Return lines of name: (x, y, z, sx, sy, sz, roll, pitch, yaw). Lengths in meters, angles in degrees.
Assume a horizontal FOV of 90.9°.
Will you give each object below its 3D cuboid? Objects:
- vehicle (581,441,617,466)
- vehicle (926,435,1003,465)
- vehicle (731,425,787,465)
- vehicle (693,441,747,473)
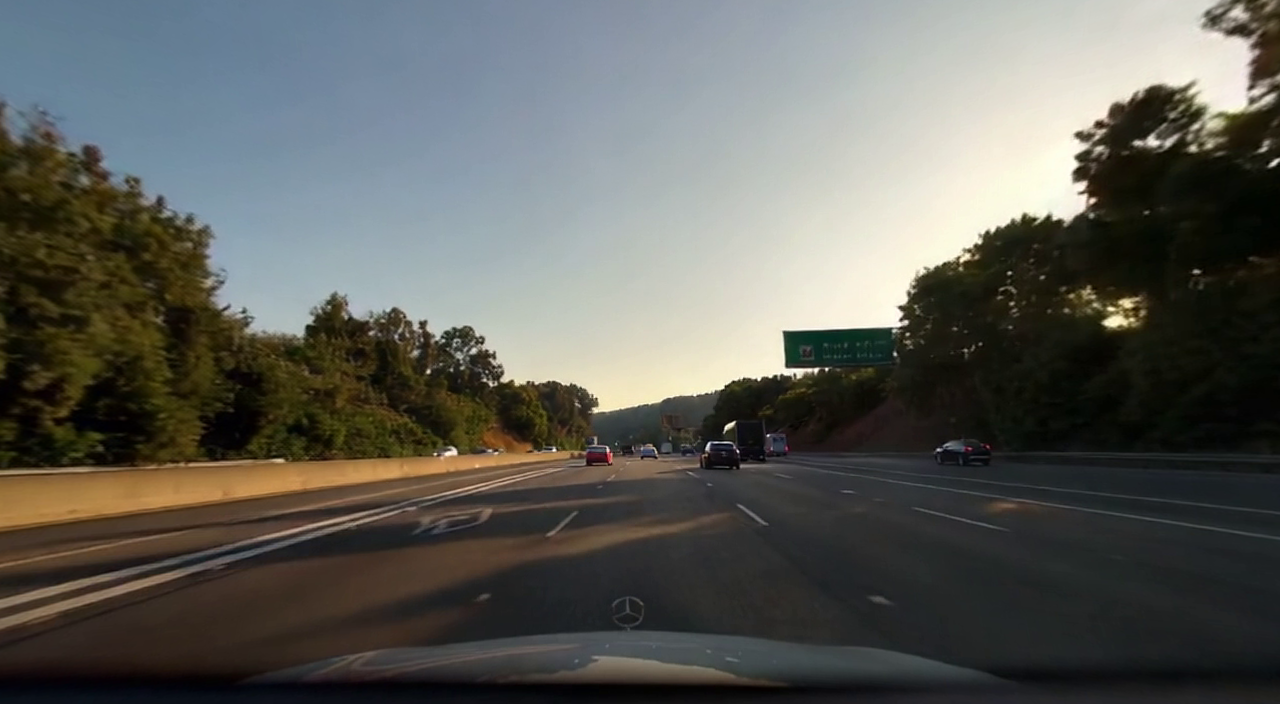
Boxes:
vehicle: (-2.682, 6.730, 42.059, 2.060, 1.587, 4.093, 0, -9, 1)
vehicle: (23.297, 7.039, 45.554, 2.221, 1.995, 5.803, 0, -9, -3)
vehicle: (8.170, 6.496, 43.938, 2.729, 2.628, 4.875, 0, -9, -2)
vehicle: (3.966, 5.300, 32.137, 2.080, 1.493, 4.674, 0, -8, -1)
